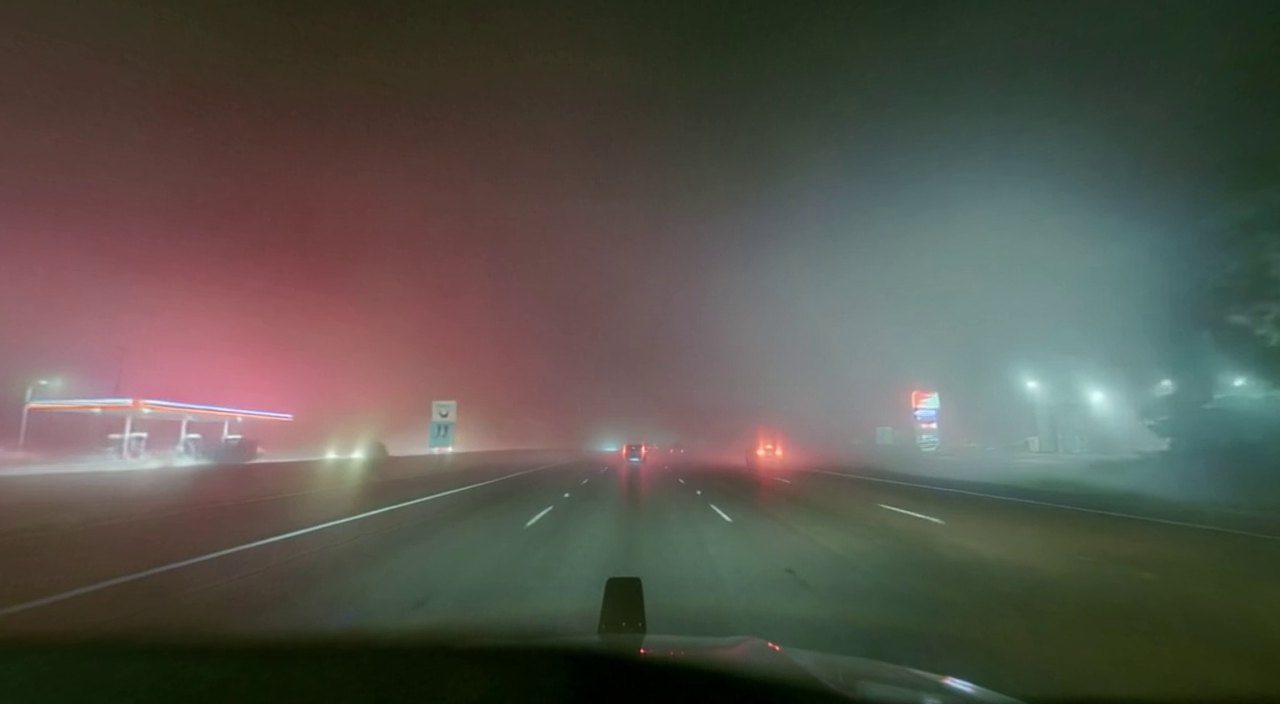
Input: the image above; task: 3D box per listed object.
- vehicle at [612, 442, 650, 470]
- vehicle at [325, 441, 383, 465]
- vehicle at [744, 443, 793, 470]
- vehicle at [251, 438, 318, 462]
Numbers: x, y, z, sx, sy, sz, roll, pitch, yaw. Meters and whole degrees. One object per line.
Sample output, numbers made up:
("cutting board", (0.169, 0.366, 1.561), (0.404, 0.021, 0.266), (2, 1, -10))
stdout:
("vehicle", (-0.495, 5.739, 35.017), (1.999, 1.473, 4.351), (0, -8, -1))
("vehicle", (-18.541, 6.570, 41.080), (1.817, 1.463, 4.068), (0, -8, 1))
("vehicle", (7.538, 6.146, 37.400), (1.867, 1.463, 4.295), (0, -8, -1))
("vehicle", (-26.795, 7.436, 47.783), (1.987, 1.678, 5.218), (0, -8, 1))
